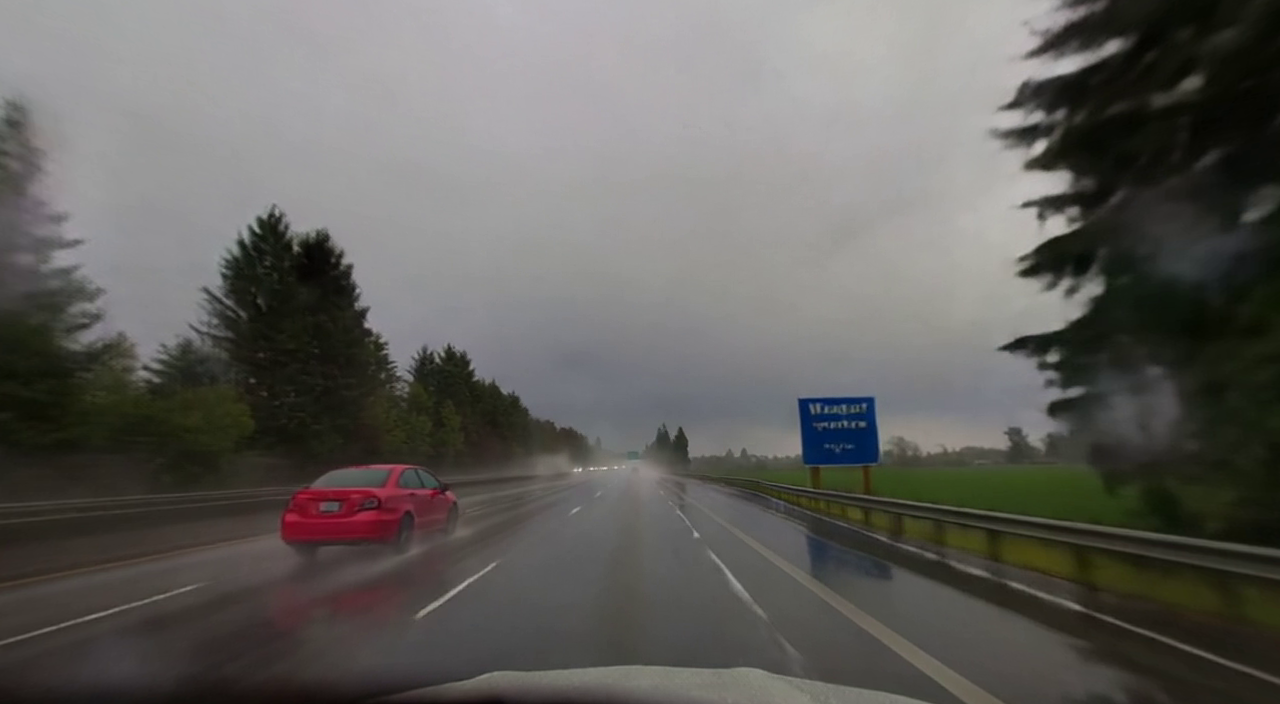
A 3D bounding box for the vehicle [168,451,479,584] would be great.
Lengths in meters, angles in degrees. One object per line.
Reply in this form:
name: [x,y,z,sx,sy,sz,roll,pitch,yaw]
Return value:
vehicle: [-4.119,2.271,9.389,2.183,1.435,4.653,1,-10,0]
